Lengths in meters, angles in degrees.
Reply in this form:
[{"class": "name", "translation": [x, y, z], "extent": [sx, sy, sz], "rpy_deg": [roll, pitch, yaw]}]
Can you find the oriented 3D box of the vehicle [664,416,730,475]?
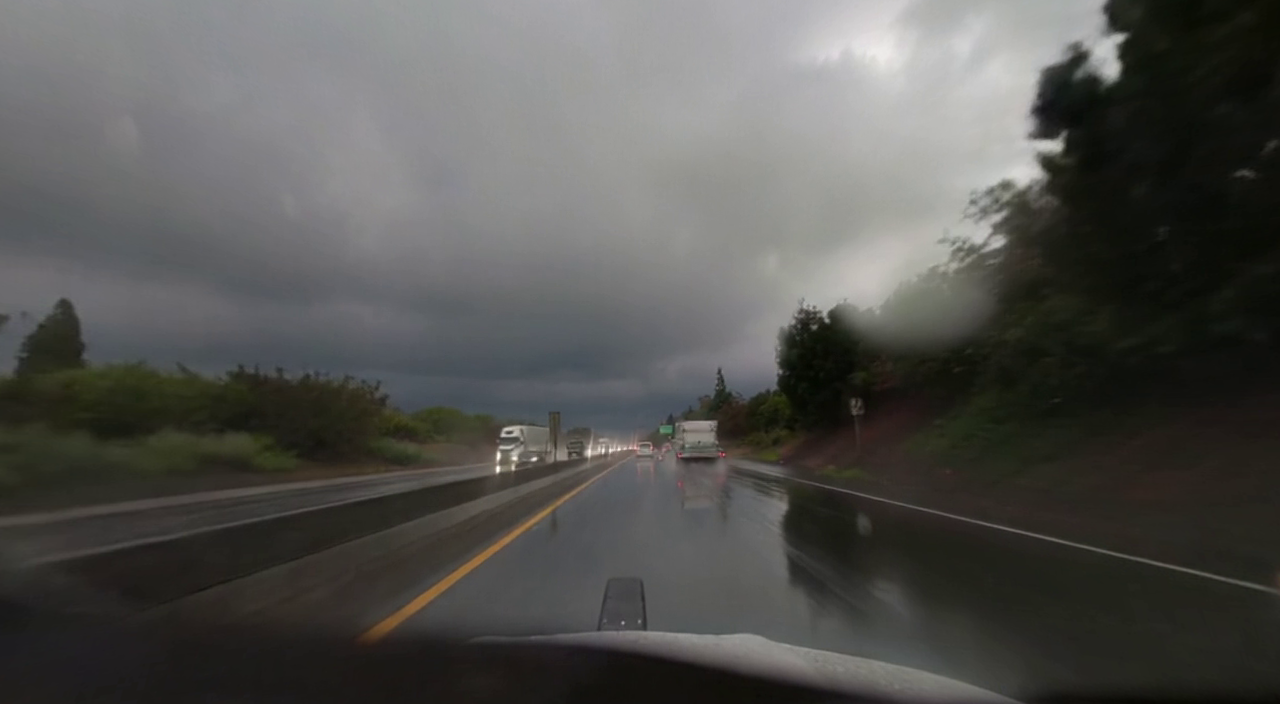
[{"class": "vehicle", "translation": [2.578, 4.441, 29.957], "extent": [2.423, 2.517, 5.055], "rpy_deg": [0, -9, -3]}]
